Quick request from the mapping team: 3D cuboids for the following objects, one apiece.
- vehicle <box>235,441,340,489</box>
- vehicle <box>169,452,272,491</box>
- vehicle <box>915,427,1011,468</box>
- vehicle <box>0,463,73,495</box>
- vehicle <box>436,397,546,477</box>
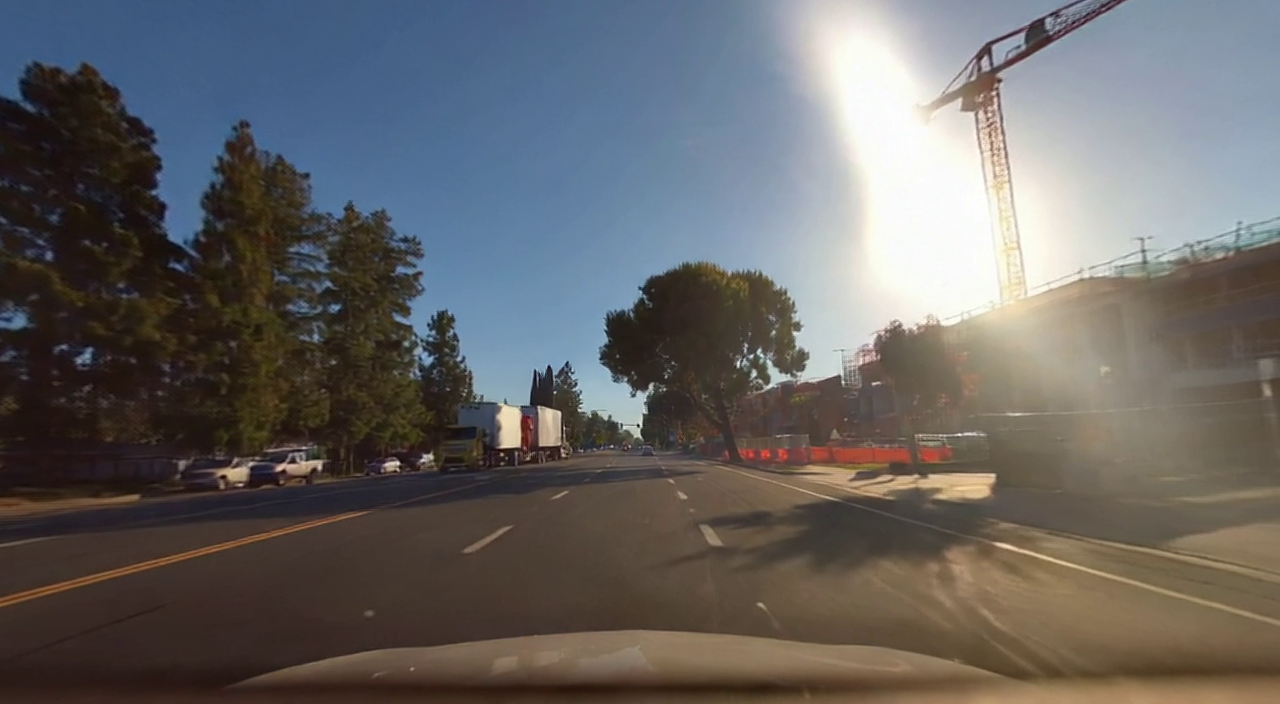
[{"bbox_3d":[-18.201,5.802,32.801,2.154,1.987,5.836,-5,-7,0],"label":"vehicle"},{"bbox_3d":[-21.521,6.115,32.482,2.168,1.800,4.603,0,-8,-2],"label":"vehicle"},{"bbox_3d":[16.477,4.923,32.462,2.021,1.835,5.654,2,-8,1],"label":"vehicle"},{"bbox_3d":[-33.909,6.813,33.765,1.848,1.484,4.574,1,-8,16],"label":"vehicle"},{"bbox_3d":[-7.346,4.493,32.732,3.032,3.524,9.640,0,-8,2],"label":"vehicle"}]
